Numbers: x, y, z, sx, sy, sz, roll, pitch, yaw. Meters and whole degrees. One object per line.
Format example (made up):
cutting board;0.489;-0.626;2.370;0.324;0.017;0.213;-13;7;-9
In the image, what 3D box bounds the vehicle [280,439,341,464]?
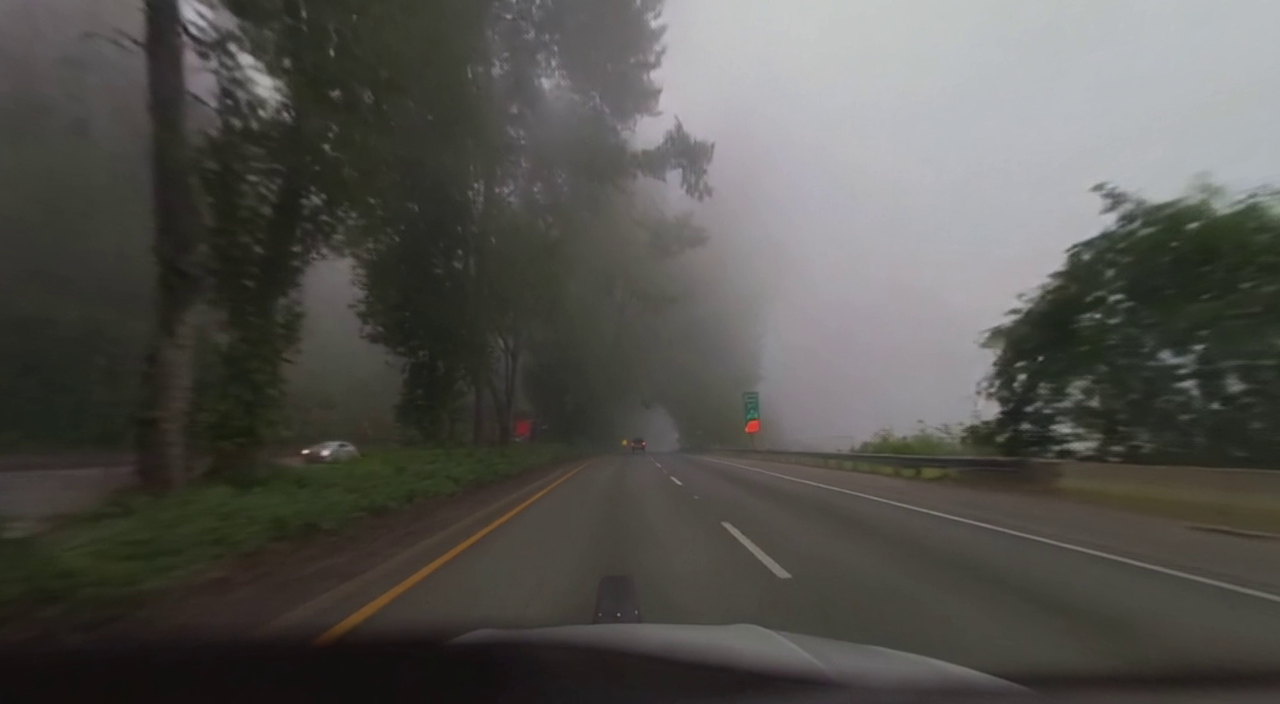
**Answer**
vehicle;-21.332;6.430;40.951;1.862;1.476;3.886;0;-7;0
